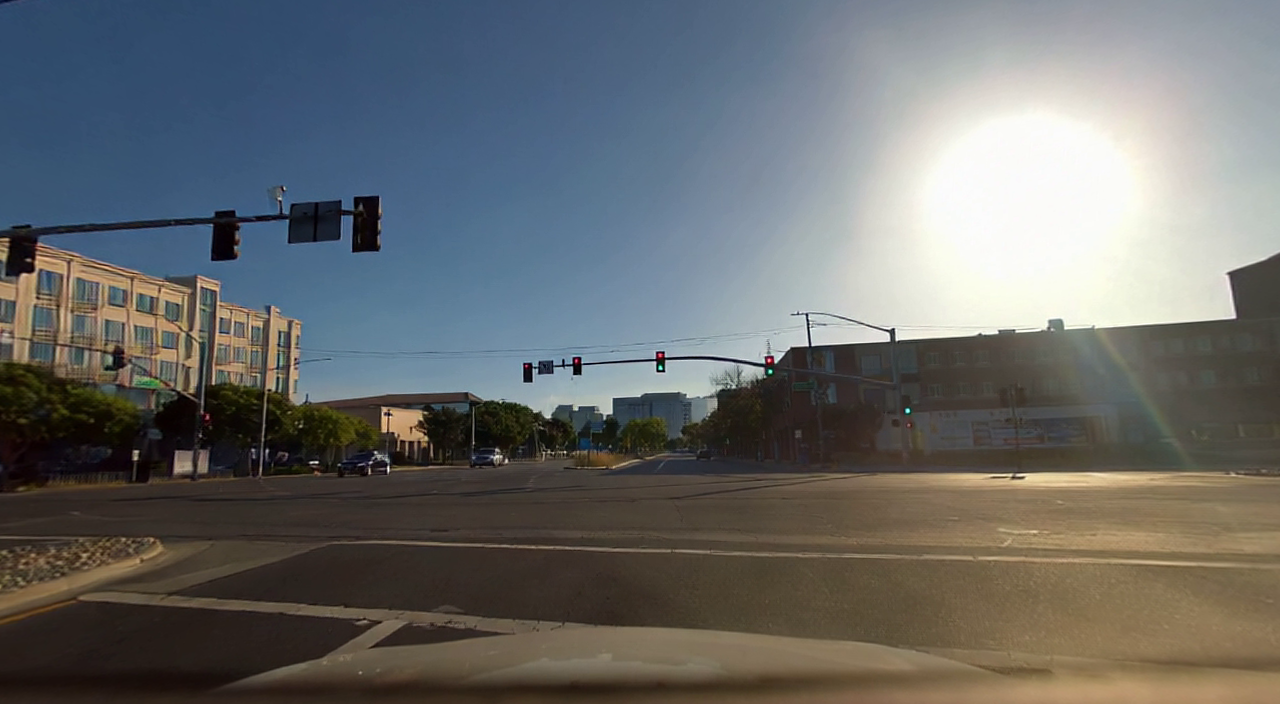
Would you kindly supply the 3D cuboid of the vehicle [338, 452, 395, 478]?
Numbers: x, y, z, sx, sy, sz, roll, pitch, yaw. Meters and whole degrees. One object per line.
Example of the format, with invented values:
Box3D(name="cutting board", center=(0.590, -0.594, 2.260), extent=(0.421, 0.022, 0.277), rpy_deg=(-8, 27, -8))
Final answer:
Box3D(name="vehicle", center=(-18.834, 7.799, 43.761), extent=(1.933, 1.664, 4.255), rpy_deg=(0, -9, 1))
